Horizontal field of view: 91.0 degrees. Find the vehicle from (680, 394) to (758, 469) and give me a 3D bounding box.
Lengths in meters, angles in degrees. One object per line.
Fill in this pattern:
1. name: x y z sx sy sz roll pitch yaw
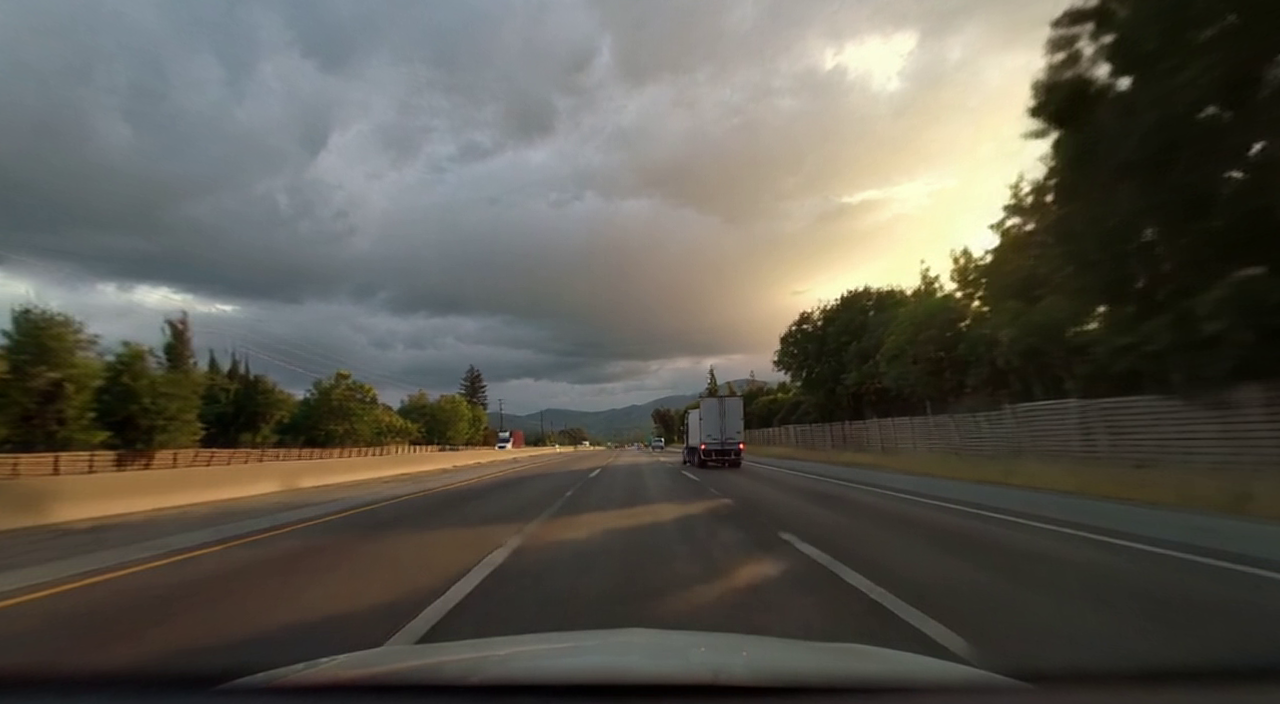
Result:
1. vehicle: 3.807 4.118 32.309 2.766 3.349 7.796 0 -8 -1
